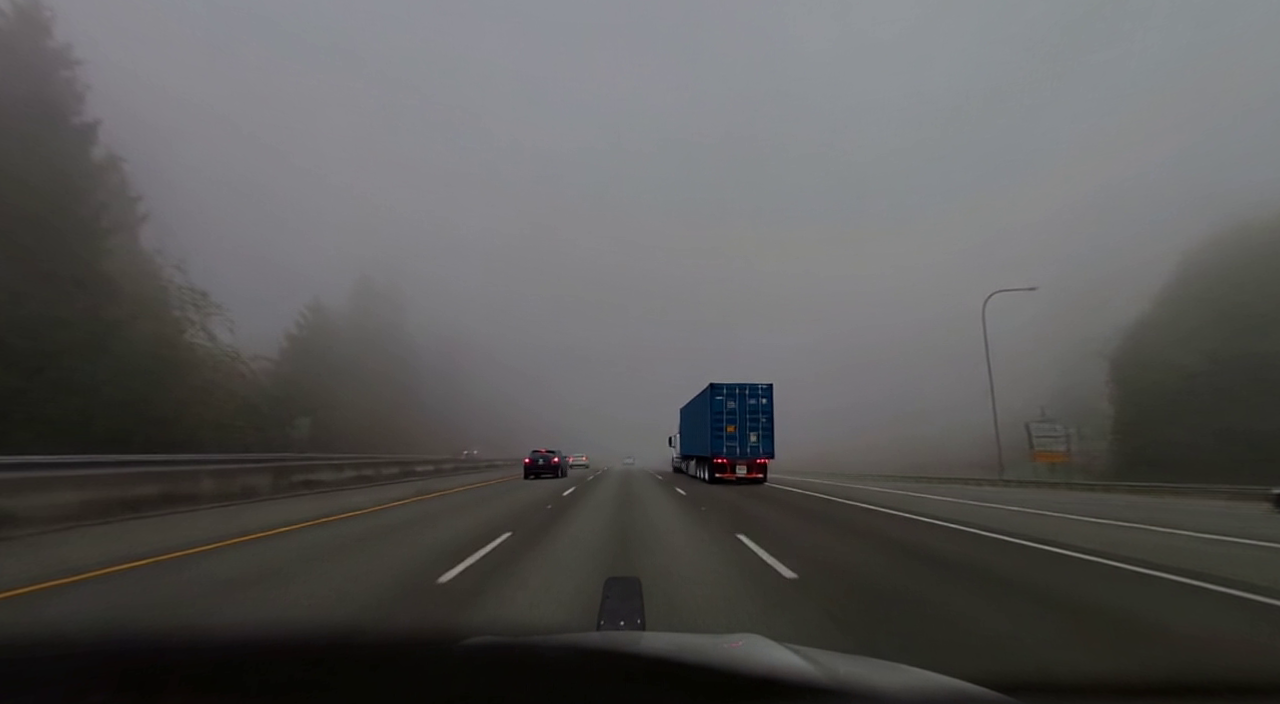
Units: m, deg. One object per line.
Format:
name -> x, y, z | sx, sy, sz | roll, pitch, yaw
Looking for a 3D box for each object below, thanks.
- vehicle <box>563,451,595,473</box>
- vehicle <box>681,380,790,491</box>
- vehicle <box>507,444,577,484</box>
vehicle -> -4.520, 8.175, 47.071 | 2.063, 1.532, 3.763 | 0, -9, -1
vehicle -> 3.922, 4.063, 29.702 | 2.821, 4.046, 12.876 | 0, -9, -1
vehicle -> -4.364, 5.096, 29.019 | 2.370, 1.647, 5.091 | 0, -9, 0
